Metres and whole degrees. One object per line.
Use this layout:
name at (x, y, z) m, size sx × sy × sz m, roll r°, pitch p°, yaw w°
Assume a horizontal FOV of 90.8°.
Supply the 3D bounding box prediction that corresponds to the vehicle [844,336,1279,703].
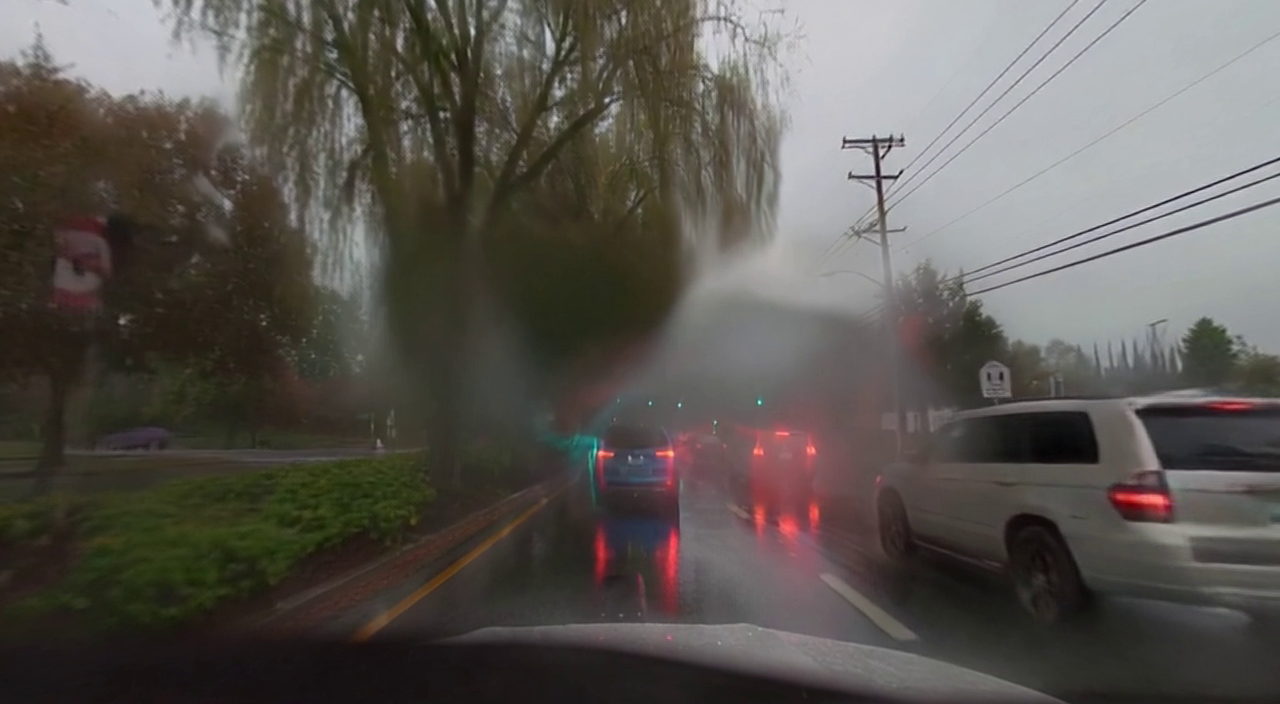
vehicle at (3.826, 1.176, 5.590) m, size 2.254 × 1.840 × 4.918 m, roll 0°, pitch -8°, yaw -2°

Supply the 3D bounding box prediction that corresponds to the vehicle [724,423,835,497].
vehicle at (3.428, 2.732, 16.260) m, size 1.923 × 1.653 × 3.703 m, roll 0°, pitch -8°, yaw -1°

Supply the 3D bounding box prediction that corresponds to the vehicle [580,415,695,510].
vehicle at (-0.093, 2.377, 14.015) m, size 2.163 × 1.746 × 4.073 m, roll 0°, pitch -8°, yaw -1°
